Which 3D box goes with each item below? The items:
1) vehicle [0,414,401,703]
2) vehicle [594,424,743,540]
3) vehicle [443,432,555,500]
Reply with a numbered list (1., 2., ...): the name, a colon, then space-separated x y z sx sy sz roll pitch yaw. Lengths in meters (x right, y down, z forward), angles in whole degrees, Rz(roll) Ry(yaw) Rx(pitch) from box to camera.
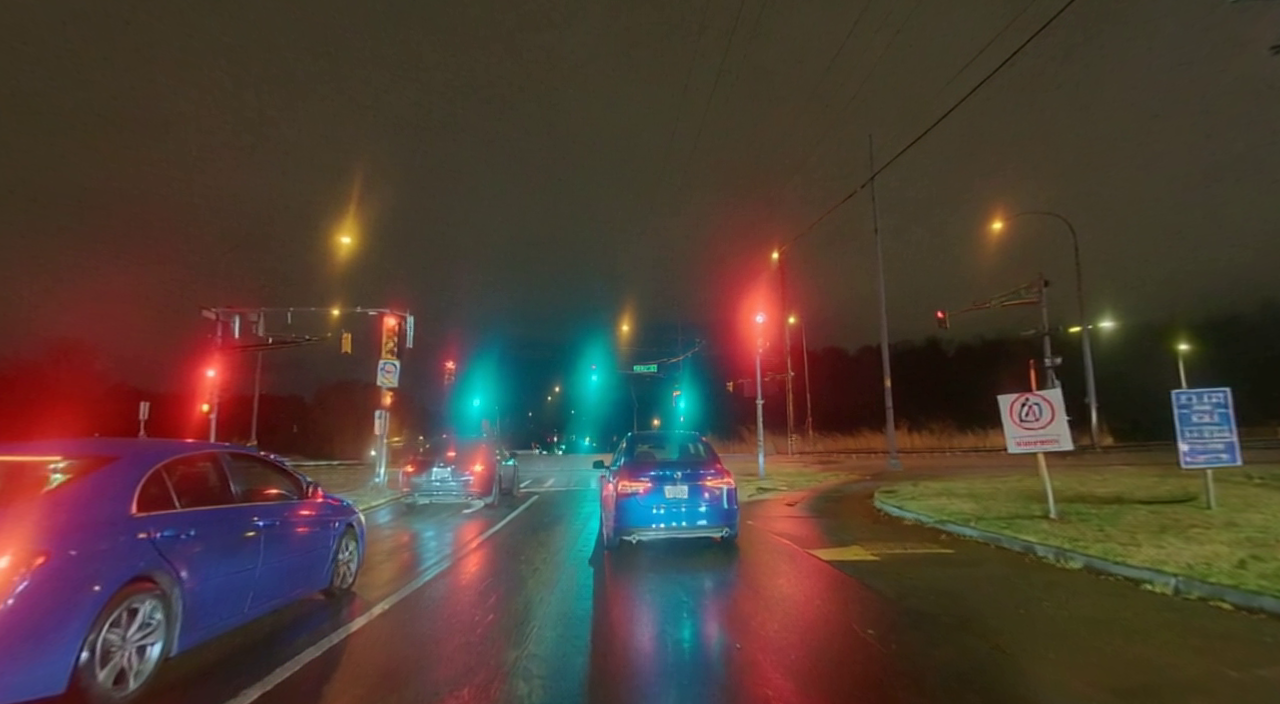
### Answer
1. vehicle: -3.717 1.335 4.930 1.956 1.468 4.585 0 -9 -1
2. vehicle: 0.301 2.047 10.507 1.998 1.529 3.960 0 -9 -2
3. vehicle: -3.421 2.854 16.126 1.984 1.505 3.982 0 -9 -1
